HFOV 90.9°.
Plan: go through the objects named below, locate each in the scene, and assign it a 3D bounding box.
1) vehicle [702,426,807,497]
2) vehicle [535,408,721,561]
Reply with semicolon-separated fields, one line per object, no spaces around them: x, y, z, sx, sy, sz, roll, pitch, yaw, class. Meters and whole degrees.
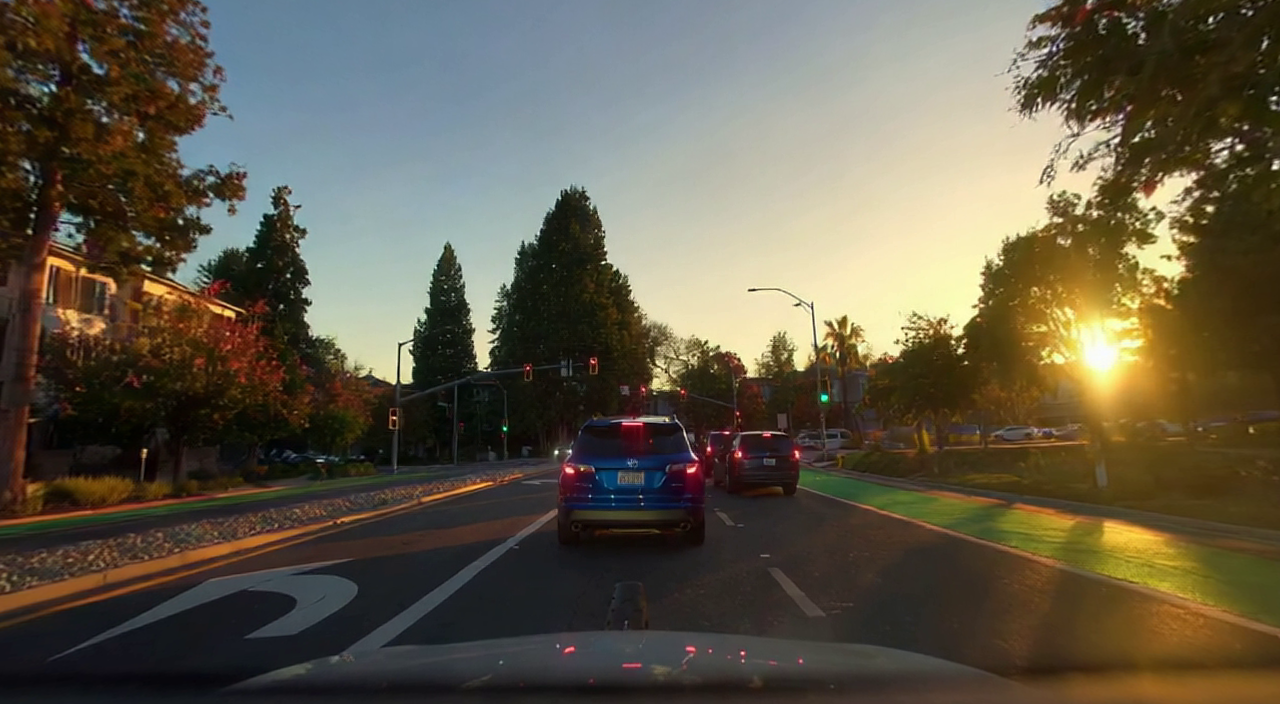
3.161;3.149;18.469;2.189;1.815;4.495;0;-8;-1;vehicle
-0.126;1.806;9.231;2.109;1.730;3.963;0;-8;0;vehicle
